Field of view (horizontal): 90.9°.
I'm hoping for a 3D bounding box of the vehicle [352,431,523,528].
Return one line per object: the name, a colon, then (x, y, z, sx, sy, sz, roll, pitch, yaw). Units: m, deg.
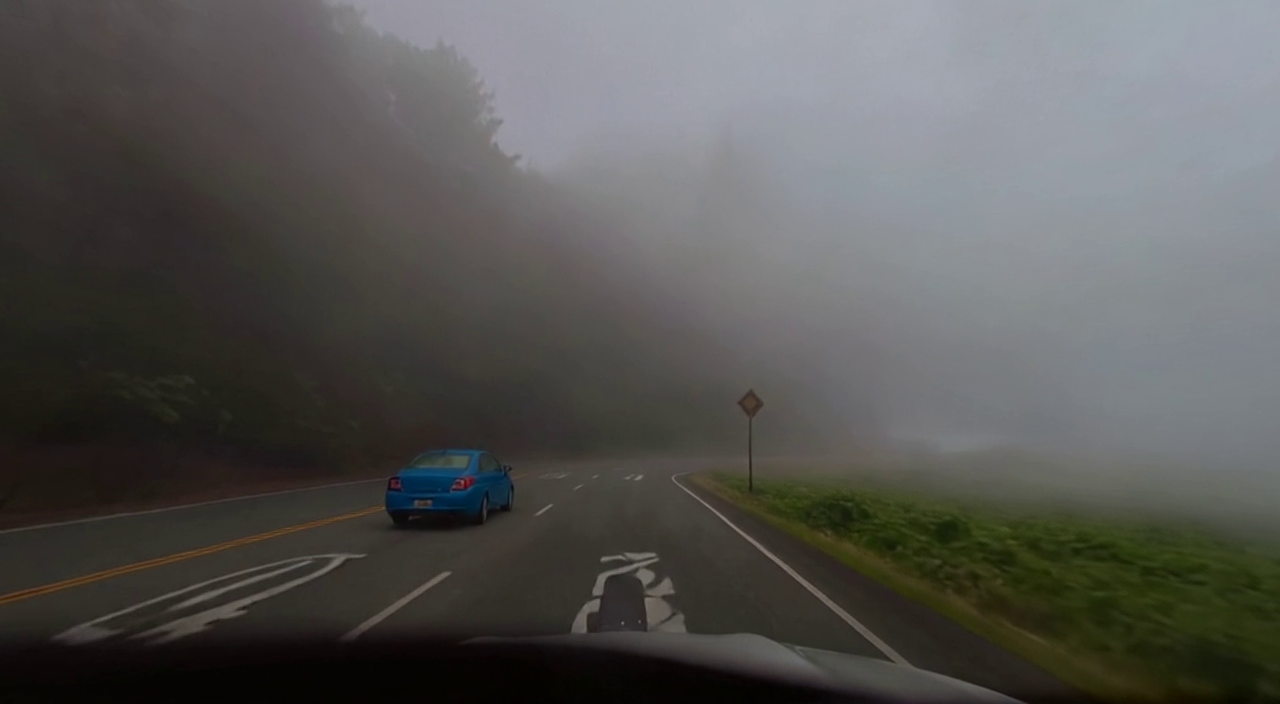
vehicle: (-3.786, 2.465, 12.647, 2.078, 1.607, 3.959, 0, -9, 1)
